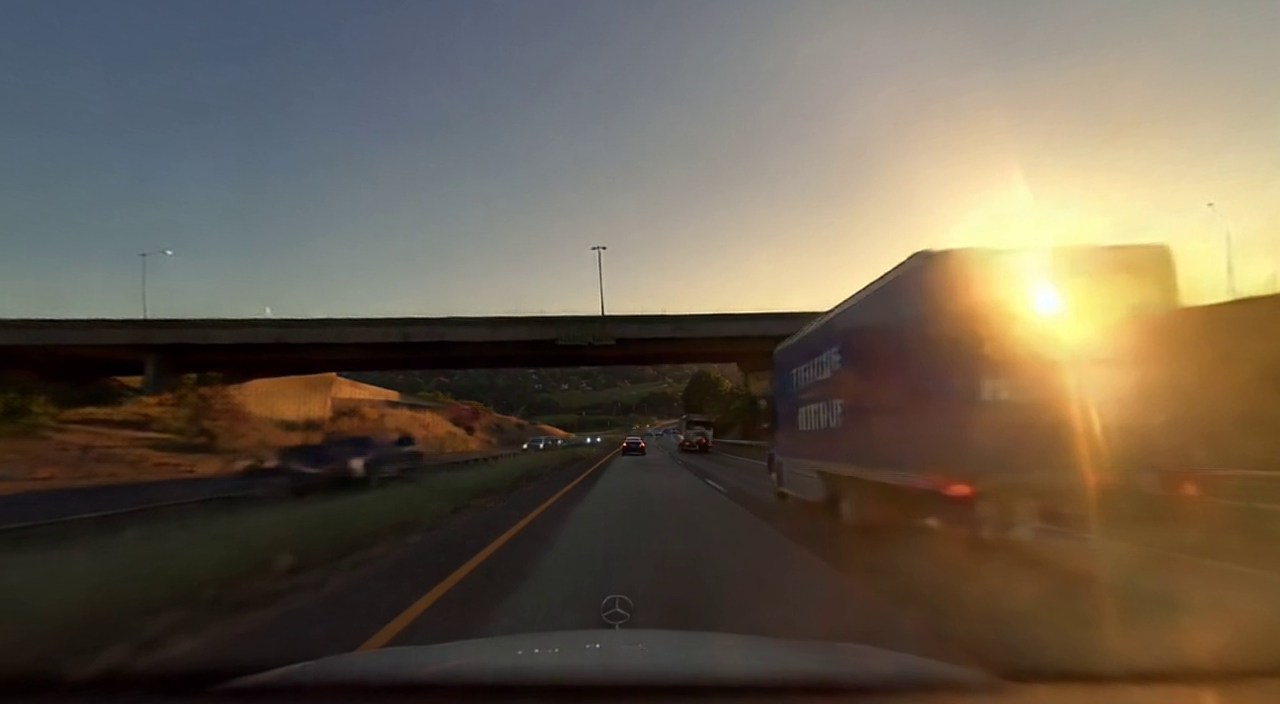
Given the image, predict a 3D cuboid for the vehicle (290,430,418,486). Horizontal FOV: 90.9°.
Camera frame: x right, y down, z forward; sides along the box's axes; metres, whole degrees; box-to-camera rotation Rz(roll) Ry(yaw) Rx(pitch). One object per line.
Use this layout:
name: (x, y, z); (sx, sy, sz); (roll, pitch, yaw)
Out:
vehicle: (-8.734, 3.233, 19.728); (2.012, 1.526, 4.235); (0, -7, 0)

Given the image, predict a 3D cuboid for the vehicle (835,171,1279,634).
vehicle: (3.891, 0.480, 6.176); (2.913, 3.491, 2.811); (0, -7, -1)

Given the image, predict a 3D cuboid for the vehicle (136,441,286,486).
vehicle: (-13.714, 3.555, 20.534); (1.809, 1.237, 4.410); (0, -7, 0)

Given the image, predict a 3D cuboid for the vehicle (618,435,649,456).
vehicle: (-0.439, 6.269, 42.463); (1.996, 1.325, 4.029); (0, -7, 0)

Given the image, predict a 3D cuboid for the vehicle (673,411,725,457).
vehicle: (3.717, 5.378, 41.195); (2.715, 2.746, 6.550); (0, -7, -1)
